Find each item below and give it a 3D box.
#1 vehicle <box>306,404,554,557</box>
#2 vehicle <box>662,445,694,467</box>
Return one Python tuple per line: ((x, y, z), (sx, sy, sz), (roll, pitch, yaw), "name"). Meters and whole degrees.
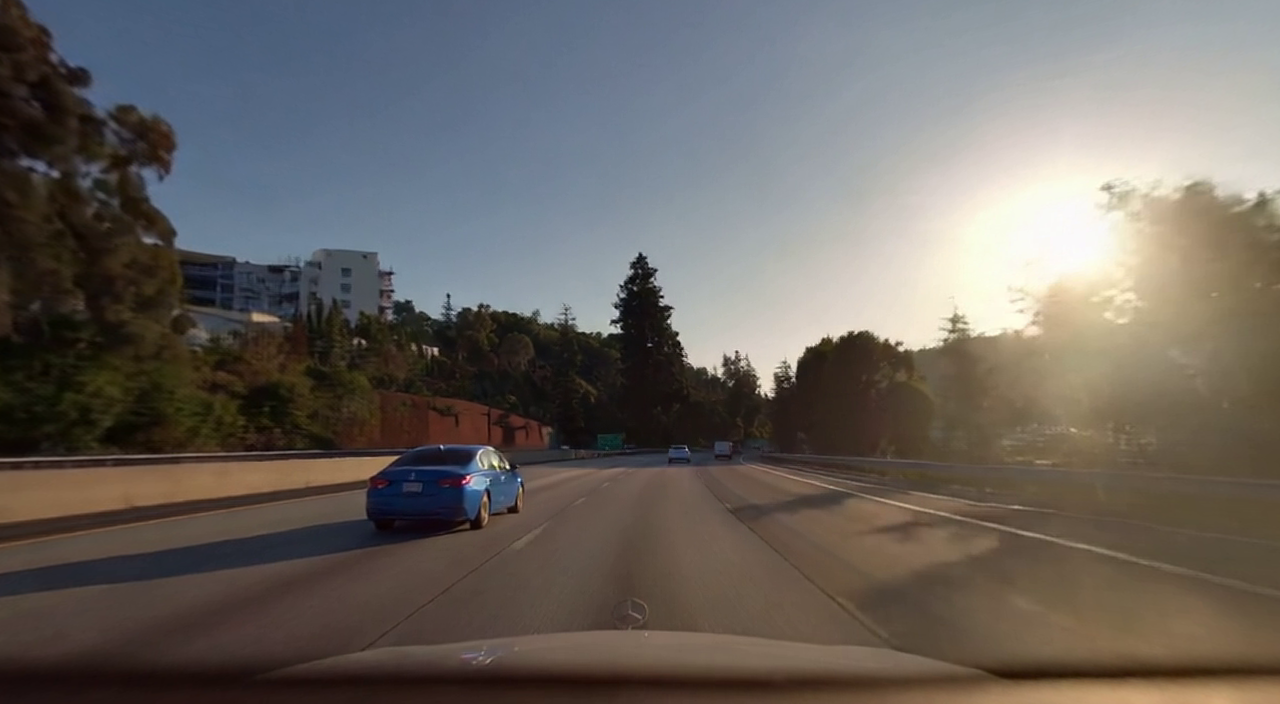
((-2.867, 1.918, 10.096), (2.185, 1.823, 4.854), (0, -9, 2), "vehicle")
((2.673, 7.309, 44.318), (2.158, 1.458, 3.656), (-1, -9, 4), "vehicle")
